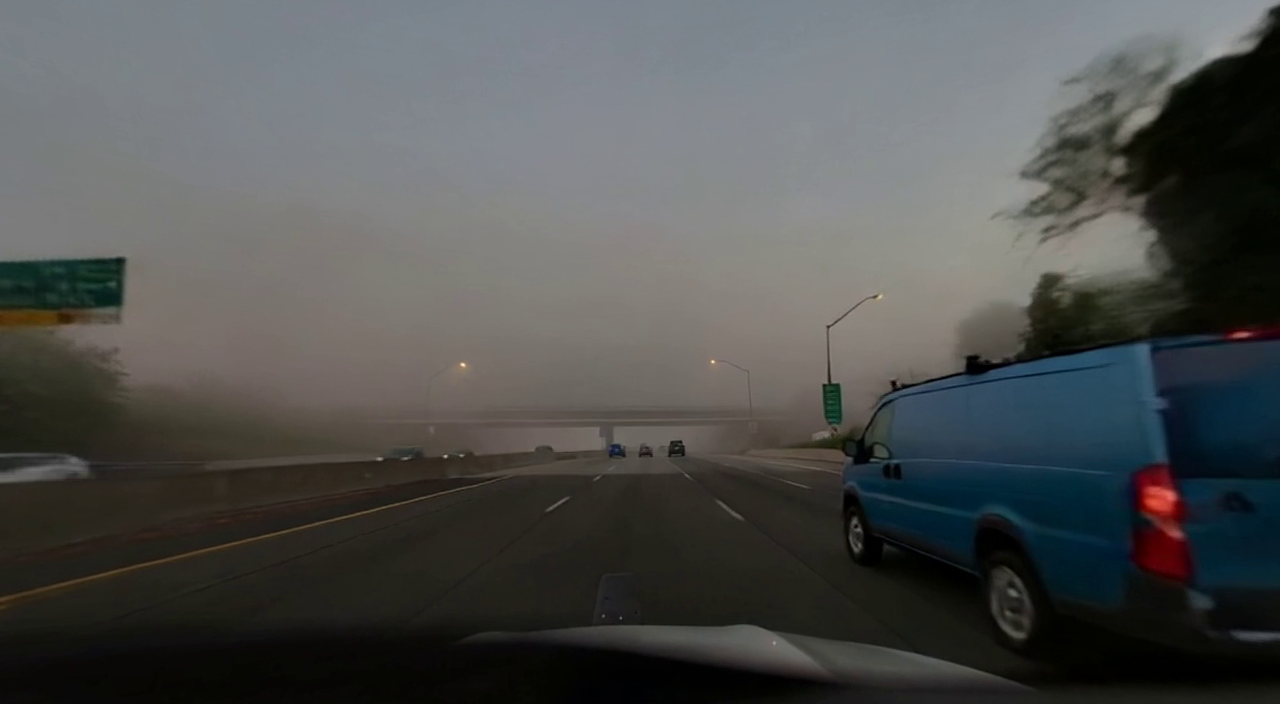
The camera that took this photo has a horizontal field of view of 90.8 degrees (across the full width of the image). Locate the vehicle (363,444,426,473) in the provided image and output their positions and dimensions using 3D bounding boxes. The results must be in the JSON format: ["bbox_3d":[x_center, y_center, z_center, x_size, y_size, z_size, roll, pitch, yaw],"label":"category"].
[{"bbox_3d":[-16.603,7.185,43.031,2.022,1.796,5.309,0,-8,2],"label":"vehicle"}]
